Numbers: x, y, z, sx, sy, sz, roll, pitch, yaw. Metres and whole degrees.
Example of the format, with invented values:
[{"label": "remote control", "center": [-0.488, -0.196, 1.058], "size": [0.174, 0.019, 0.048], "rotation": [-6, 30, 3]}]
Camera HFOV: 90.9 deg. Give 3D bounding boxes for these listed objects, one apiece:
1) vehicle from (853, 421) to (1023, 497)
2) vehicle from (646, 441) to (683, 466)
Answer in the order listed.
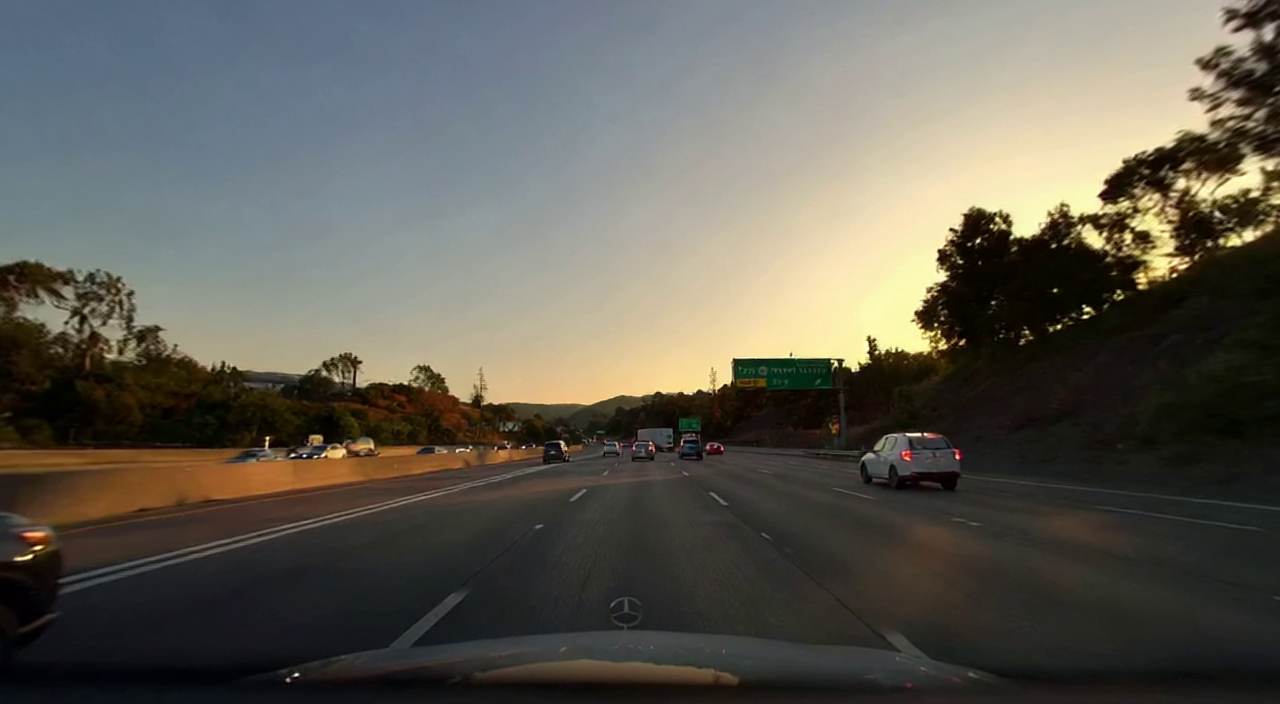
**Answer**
[{"label": "vehicle", "center": [7.915, 2.905, 17.461], "size": [2.123, 1.756, 4.959], "rotation": [0, -8, -2]}, {"label": "vehicle", "center": [1.447, 6.278, 39.158], "size": [2.050, 1.452, 3.917], "rotation": [0, -8, -1]}]
